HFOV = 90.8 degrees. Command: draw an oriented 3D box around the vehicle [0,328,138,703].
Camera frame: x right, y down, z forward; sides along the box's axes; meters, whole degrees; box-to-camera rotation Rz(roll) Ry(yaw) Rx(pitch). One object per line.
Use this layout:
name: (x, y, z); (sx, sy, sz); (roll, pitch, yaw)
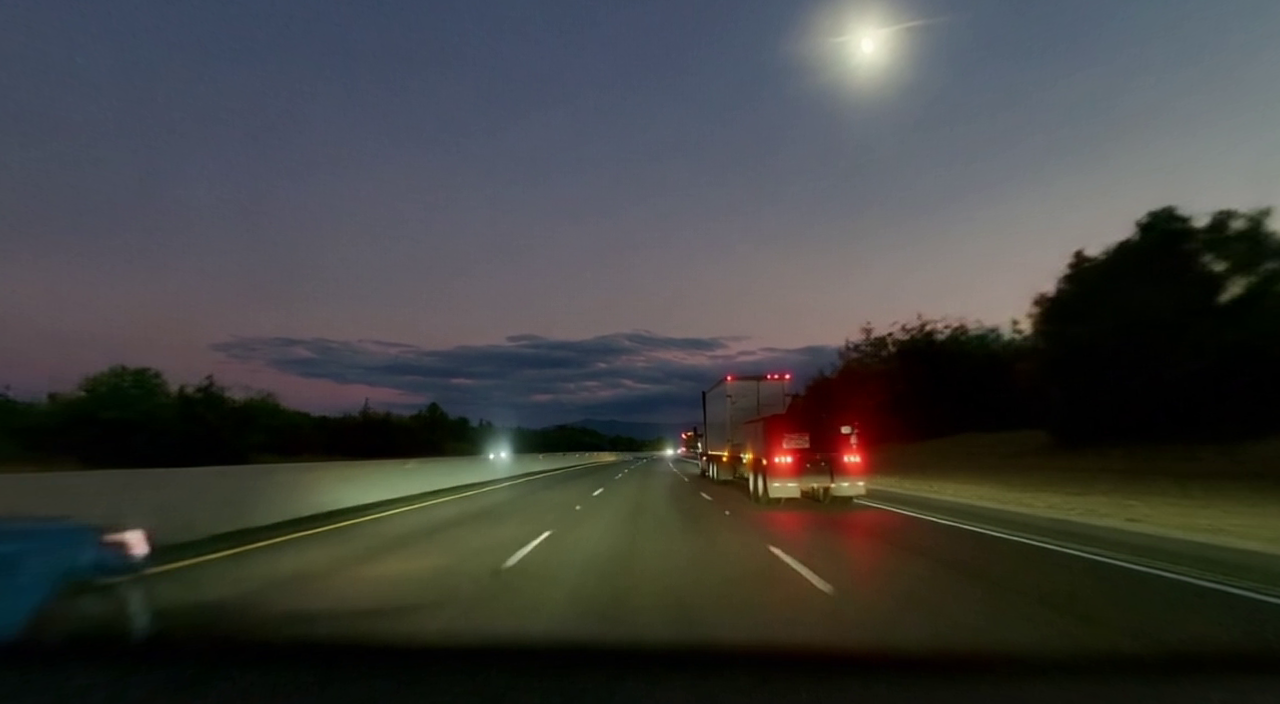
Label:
vehicle: (-3.430, 0.504, 0.565); (2.297, 1.683, 4.385); (0, -9, 0)

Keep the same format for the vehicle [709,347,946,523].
vehicle: (4.386, 2.682, 19.268); (2.868, 3.427, 14.032); (0, -9, 0)
